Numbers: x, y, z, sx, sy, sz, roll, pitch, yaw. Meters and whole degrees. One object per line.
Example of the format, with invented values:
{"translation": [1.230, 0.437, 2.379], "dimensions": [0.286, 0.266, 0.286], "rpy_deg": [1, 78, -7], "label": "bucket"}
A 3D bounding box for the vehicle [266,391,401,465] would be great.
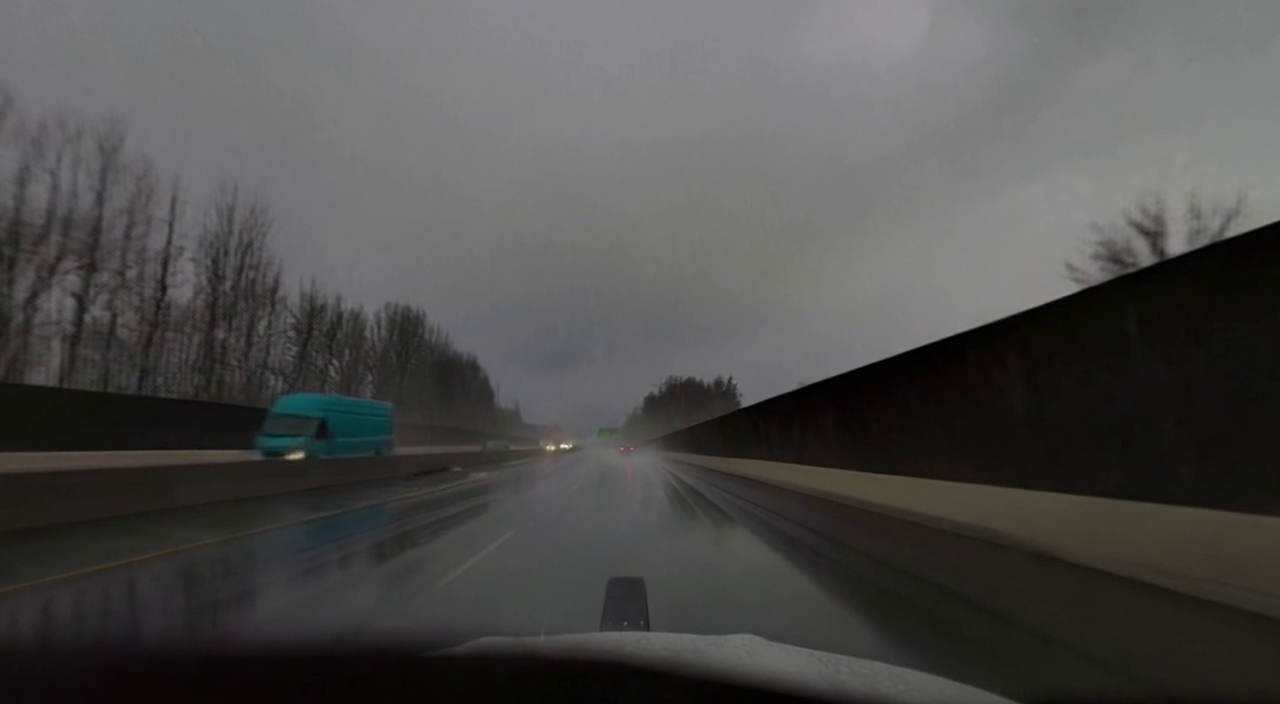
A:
{"translation": [-16.815, 4.400, 35.485], "dimensions": [2.967, 3.629, 9.285], "rpy_deg": [0, -8, 0], "label": "vehicle"}
